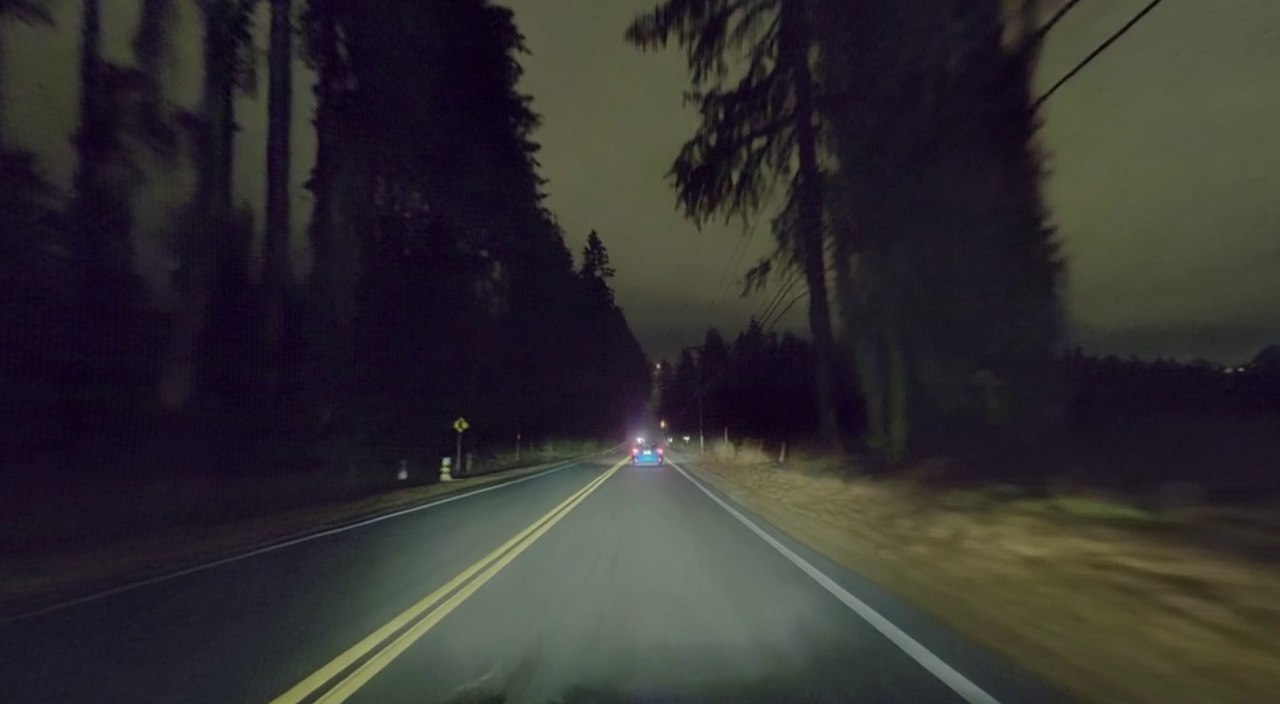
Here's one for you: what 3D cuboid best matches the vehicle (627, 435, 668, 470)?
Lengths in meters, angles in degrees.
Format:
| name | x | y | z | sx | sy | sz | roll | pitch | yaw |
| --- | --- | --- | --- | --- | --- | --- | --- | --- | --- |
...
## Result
| name | x | y | z | sx | sy | sz | roll | pitch | yaw |
| --- | --- | --- | --- | --- | --- | --- | --- | --- | --- |
| vehicle | 0.462 | 6.385 | 40.100 | 2.468 | 2.056 | 4.422 | 0 | -9 | 0 |
